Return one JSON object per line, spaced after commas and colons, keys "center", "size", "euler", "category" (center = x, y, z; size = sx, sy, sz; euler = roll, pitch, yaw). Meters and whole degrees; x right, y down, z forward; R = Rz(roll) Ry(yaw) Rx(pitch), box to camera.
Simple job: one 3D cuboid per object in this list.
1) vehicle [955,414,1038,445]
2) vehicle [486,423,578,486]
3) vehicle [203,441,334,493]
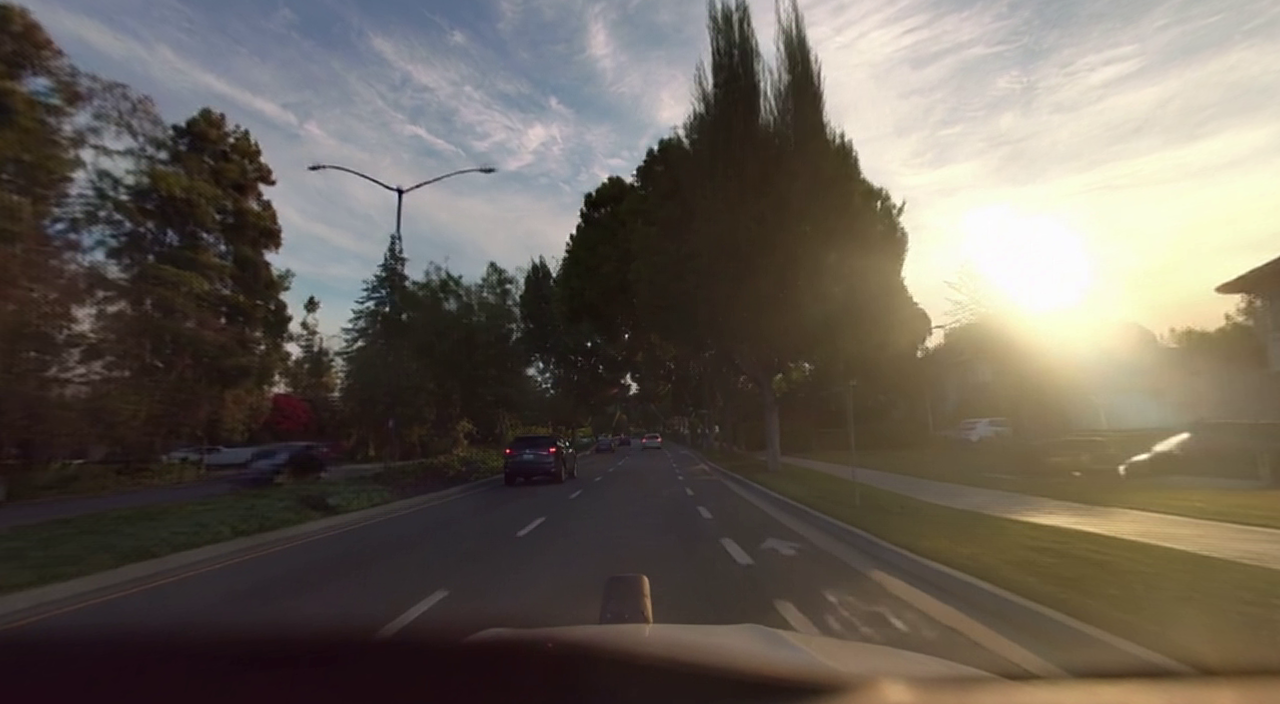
{"center": [18.335, 4.046, 32.707], "size": [1.939, 1.477, 5.129], "euler": [-1, -8, 8], "category": "vehicle"}
{"center": [-3.310, 3.244, 20.263], "size": [2.073, 1.770, 4.302], "euler": [0, -8, 2], "category": "vehicle"}
{"center": [-11.715, 3.609, 20.210], "size": [1.740, 1.476, 3.850], "euler": [0, -8, 1], "category": "vehicle"}
